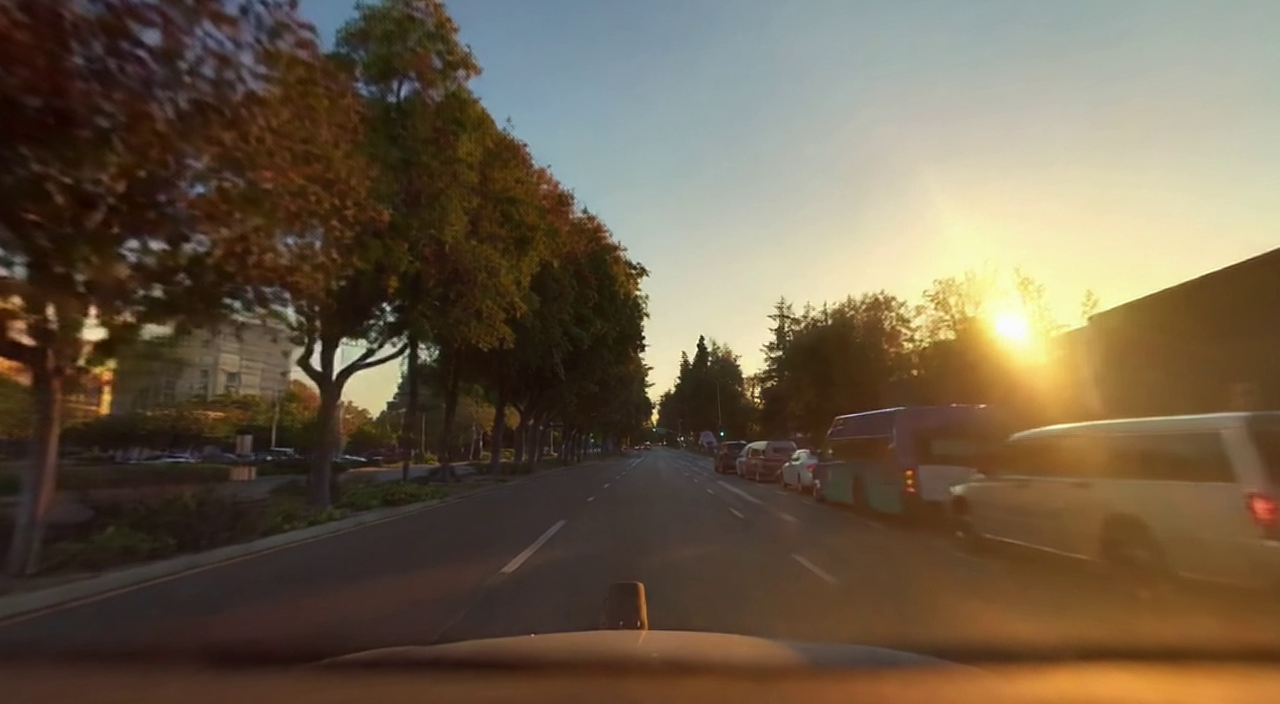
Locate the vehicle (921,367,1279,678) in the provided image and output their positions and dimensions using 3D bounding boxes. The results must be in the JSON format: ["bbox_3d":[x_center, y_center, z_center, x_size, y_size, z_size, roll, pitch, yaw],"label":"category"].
[{"bbox_3d":[4.818,1.292,5.855,2.304,1.760,4.630,0,-8,1],"label":"vehicle"}]
